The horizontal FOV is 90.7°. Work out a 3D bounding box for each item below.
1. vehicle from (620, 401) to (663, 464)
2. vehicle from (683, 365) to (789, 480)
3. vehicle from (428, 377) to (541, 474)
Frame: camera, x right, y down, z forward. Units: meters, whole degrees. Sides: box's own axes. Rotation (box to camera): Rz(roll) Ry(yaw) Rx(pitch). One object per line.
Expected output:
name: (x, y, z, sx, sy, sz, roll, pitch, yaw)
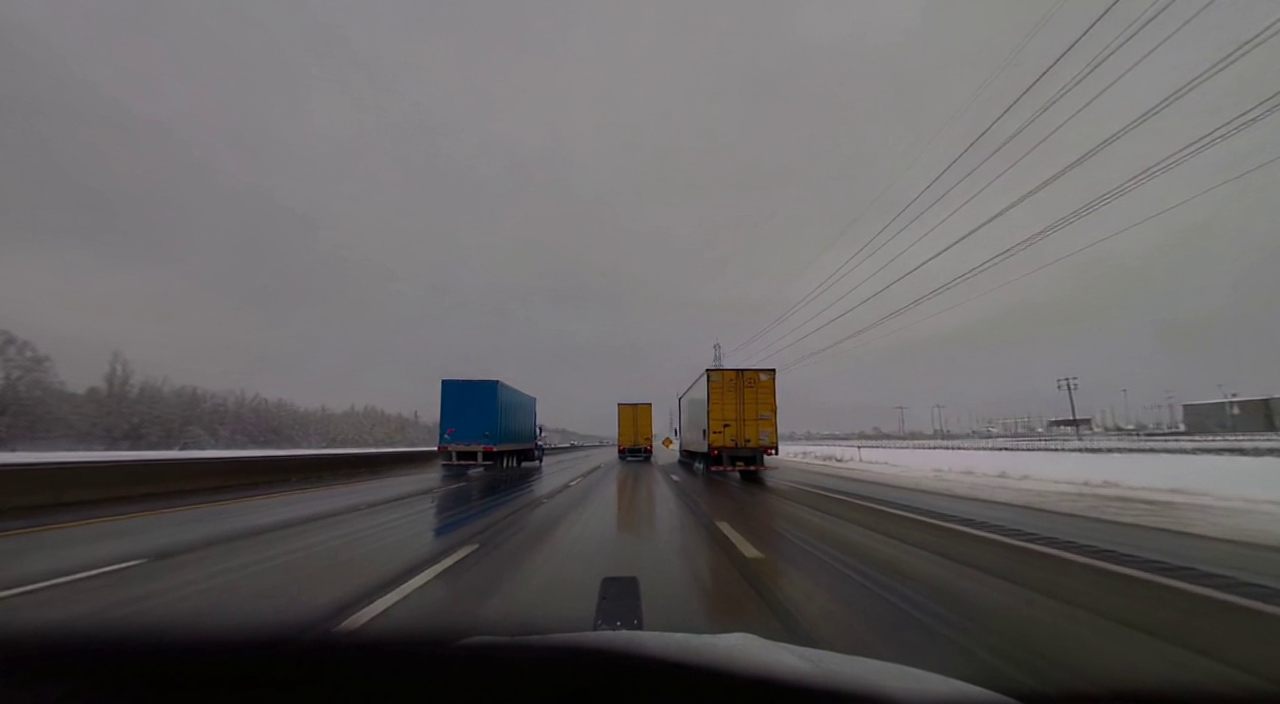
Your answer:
vehicle: (0.227, 6.385, 49.268, 2.891, 4.252, 12.228, -1, -9, 1)
vehicle: (3.602, 3.120, 26.562, 2.806, 3.919, 9.777, 0, -9, -1)
vehicle: (-7.285, 3.865, 31.742, 2.937, 3.981, 11.119, 0, -9, -1)
